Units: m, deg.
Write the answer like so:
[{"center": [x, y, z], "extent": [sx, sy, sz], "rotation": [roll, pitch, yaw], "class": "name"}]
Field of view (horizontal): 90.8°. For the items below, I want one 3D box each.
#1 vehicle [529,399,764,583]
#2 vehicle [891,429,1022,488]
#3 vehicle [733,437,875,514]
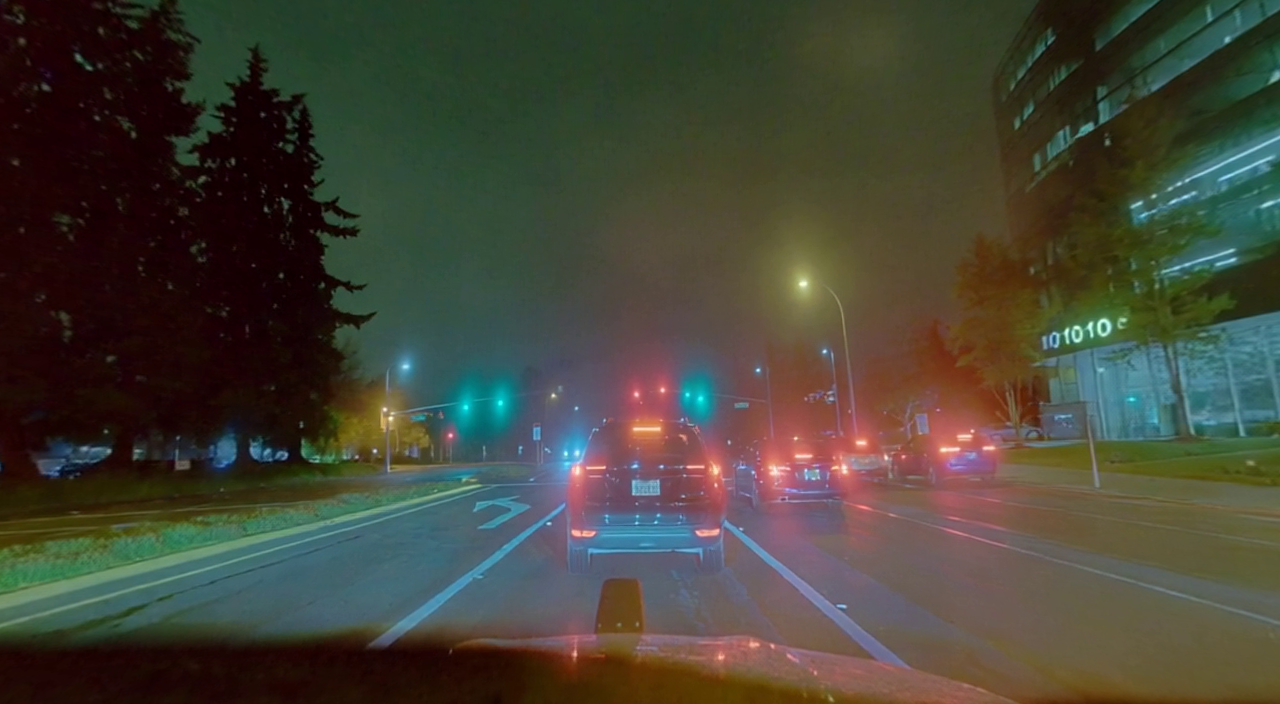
[{"center": [0.058, 1.659, 8.261], "extent": [2.266, 1.762, 4.131], "rotation": [0, -9, 0], "class": "vehicle"}, {"center": [10.854, 3.697, 22.133], "extent": [2.123, 1.812, 4.553], "rotation": [0, -9, -1], "class": "vehicle"}, {"center": [3.492, 2.718, 14.418], "extent": [1.997, 1.471, 4.321], "rotation": [0, -9, -1], "class": "vehicle"}]
